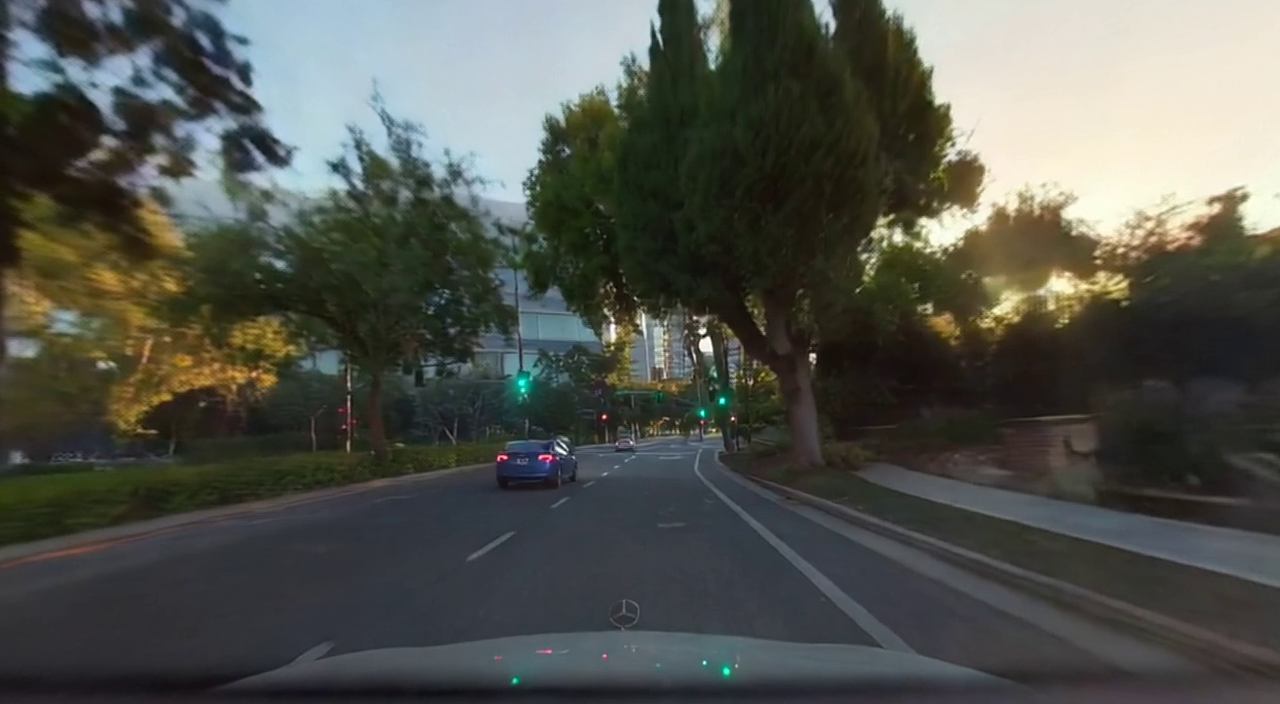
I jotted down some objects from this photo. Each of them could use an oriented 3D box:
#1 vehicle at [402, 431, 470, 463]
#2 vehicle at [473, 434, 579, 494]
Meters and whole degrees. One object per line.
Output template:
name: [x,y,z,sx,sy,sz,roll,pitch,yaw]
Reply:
vehicle: [-15.362,7.230,48.127,2.734,2.261,6.993,0,-9,1]
vehicle: [-3.130,3.209,18.448,2.038,1.486,4.678,-1,-9,3]
